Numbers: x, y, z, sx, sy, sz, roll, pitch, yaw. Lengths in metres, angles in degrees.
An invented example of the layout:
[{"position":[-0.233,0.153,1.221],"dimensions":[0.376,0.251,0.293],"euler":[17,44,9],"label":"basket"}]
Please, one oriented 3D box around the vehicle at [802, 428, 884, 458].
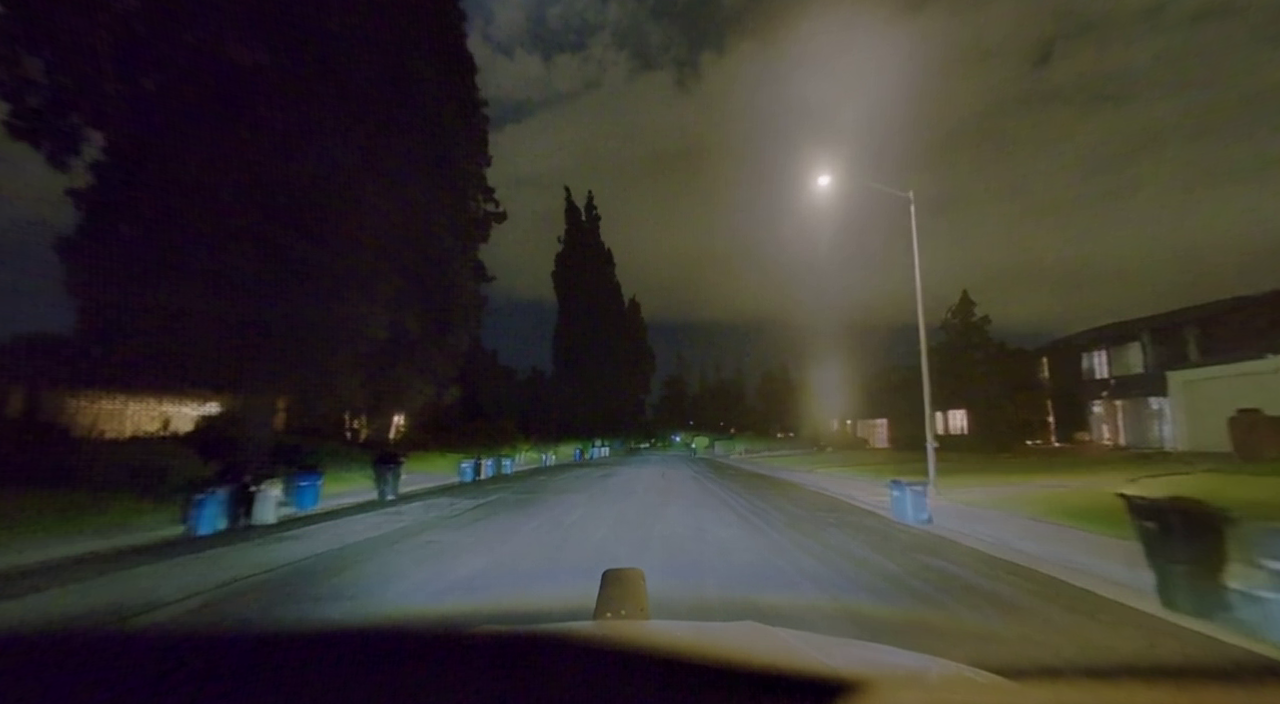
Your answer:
[{"position":[13.076,5.906,40.739],"dimensions":[4.581,1.853,2.024],"euler":[1,-8,-7],"label":"vehicle"}]
